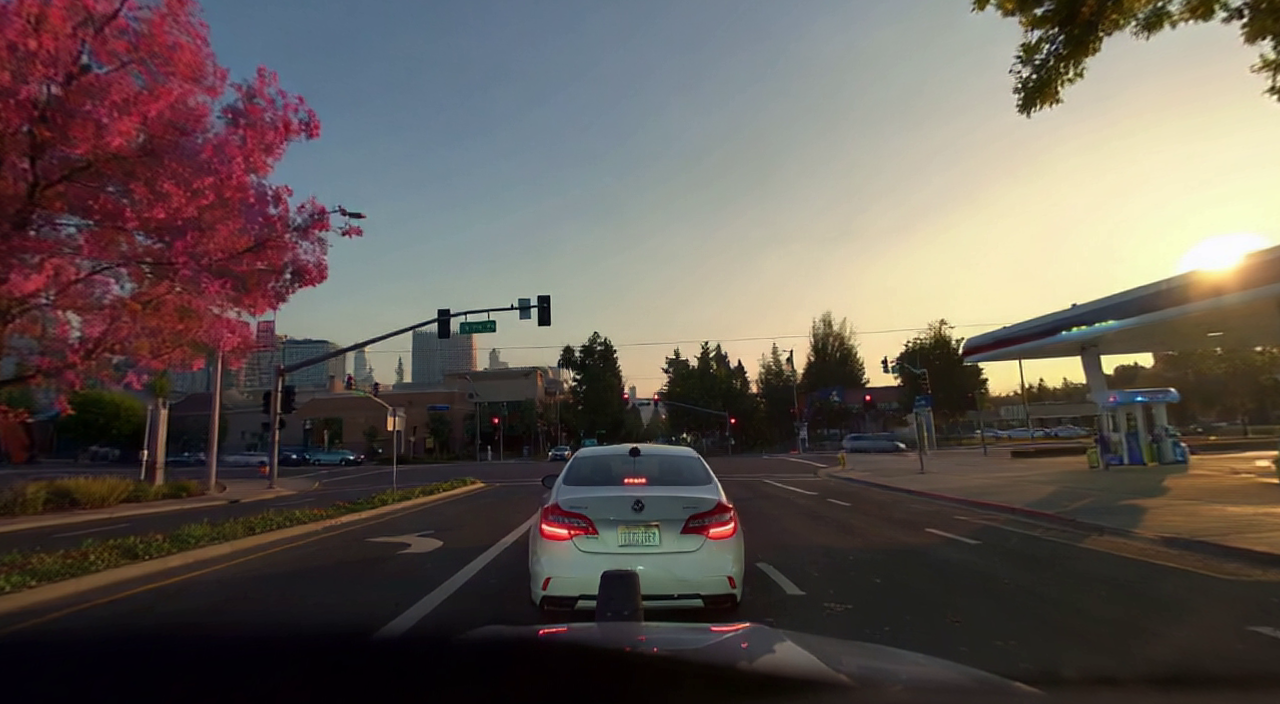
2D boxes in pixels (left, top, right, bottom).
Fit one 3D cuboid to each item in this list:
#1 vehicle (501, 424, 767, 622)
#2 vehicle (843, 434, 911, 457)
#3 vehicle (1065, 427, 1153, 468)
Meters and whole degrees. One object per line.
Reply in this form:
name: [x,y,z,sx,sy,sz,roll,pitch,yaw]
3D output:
vehicle: [-0.045,1.601,6.889,2.010,1.482,4.057,0,-8,0]
vehicle: [16.344,6.491,43.621,3.975,1.563,1.755,-1,-8,4]
vehicle: [18.569,3.757,24.889,4.091,1.495,2.053,8,-12,-44]
